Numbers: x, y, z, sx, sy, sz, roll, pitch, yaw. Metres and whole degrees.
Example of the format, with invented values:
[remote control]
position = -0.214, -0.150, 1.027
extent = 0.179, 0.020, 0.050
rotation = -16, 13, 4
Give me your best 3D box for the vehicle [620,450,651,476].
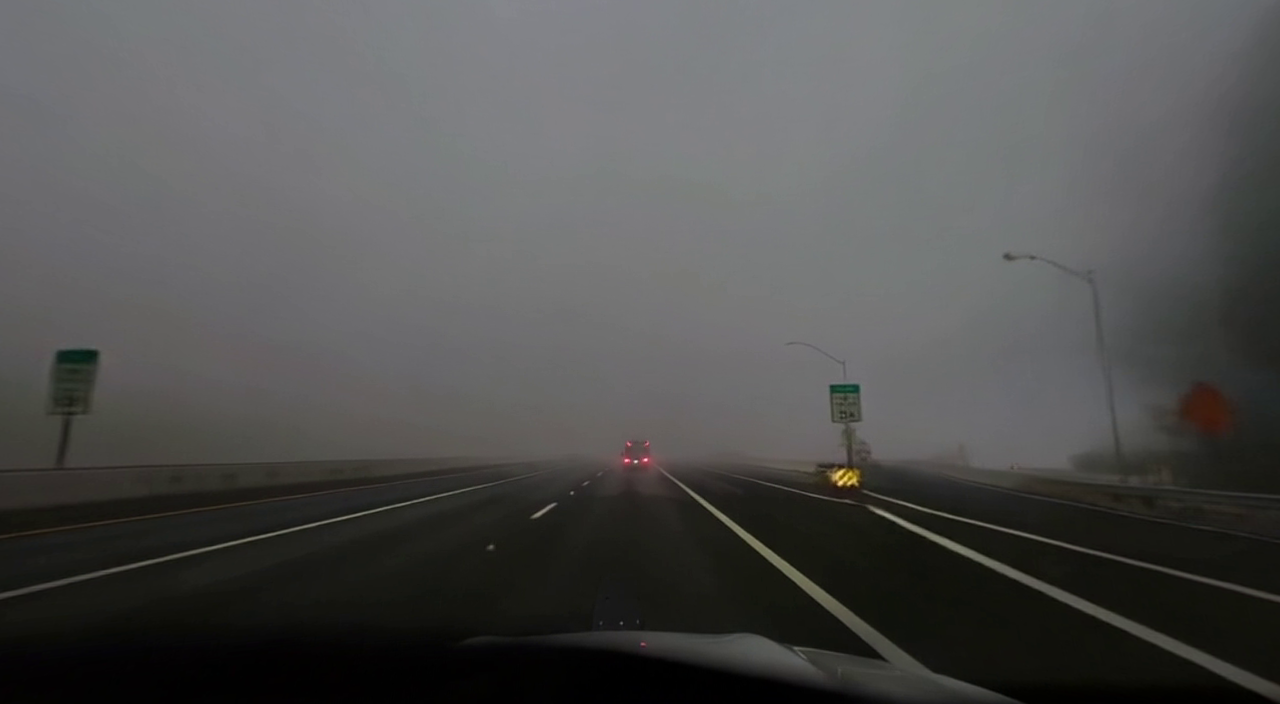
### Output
[vehicle]
position = -0.233, 6.576, 37.676
extent = 1.695, 1.437, 3.506
rotation = 0, -9, 2
